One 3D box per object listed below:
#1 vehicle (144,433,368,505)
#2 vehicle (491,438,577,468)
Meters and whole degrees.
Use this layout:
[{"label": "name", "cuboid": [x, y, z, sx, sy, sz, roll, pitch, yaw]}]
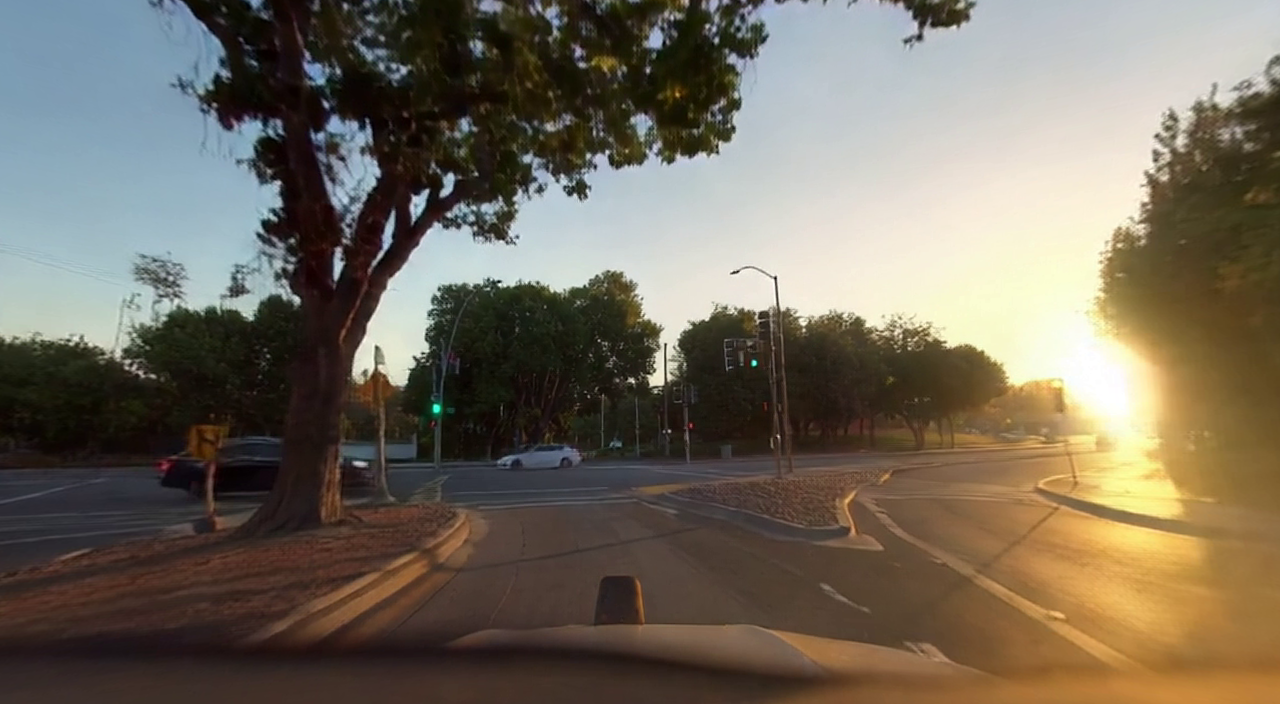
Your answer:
[{"label": "vehicle", "cuboid": [-9.556, 2.916, 16.188, 4.545, 1.602, 2.014, 4, -10, -27]}, {"label": "vehicle", "cuboid": [-6.230, 5.925, 37.265, 4.602, 1.667, 1.933, 4, -10, -27]}]
